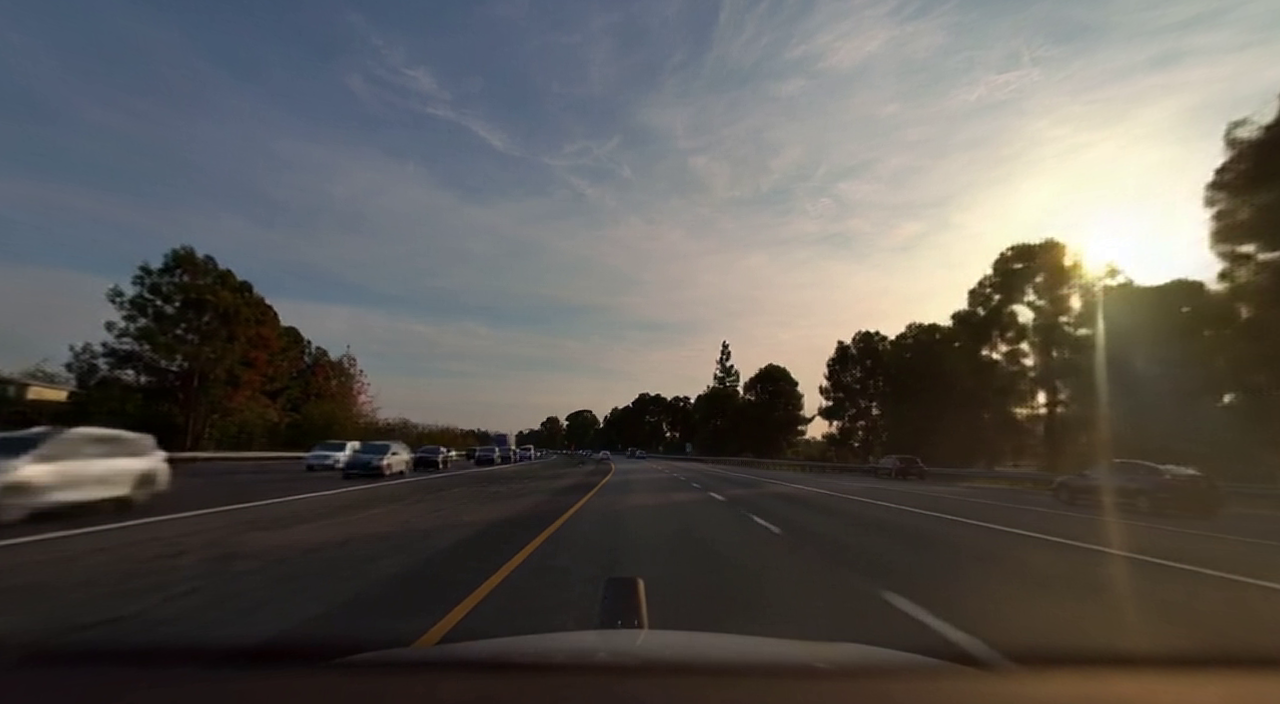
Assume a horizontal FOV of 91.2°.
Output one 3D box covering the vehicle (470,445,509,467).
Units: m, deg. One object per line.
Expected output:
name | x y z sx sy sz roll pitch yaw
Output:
vehicle | -11.268 7.813 47.226 1.946 1.519 4.791 0 -9 -3

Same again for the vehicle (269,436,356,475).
vehicle | -15.558 4.956 30.091 2.023 1.697 4.402 1 -9 -4

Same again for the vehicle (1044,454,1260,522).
vehicle | 13.585 3.598 17.125 1.941 1.536 4.585 0 -9 -2

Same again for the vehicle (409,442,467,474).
vehicle | -10.167 5.363 31.832 1.832 1.507 3.859 0 -9 -3

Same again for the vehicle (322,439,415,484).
vehicle | -9.719 3.936 22.801 1.797 1.477 3.854 0 -9 -3

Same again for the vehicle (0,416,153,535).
vehicle | -8.990 1.615 8.267 1.839 1.474 4.225 0 -9 -3
